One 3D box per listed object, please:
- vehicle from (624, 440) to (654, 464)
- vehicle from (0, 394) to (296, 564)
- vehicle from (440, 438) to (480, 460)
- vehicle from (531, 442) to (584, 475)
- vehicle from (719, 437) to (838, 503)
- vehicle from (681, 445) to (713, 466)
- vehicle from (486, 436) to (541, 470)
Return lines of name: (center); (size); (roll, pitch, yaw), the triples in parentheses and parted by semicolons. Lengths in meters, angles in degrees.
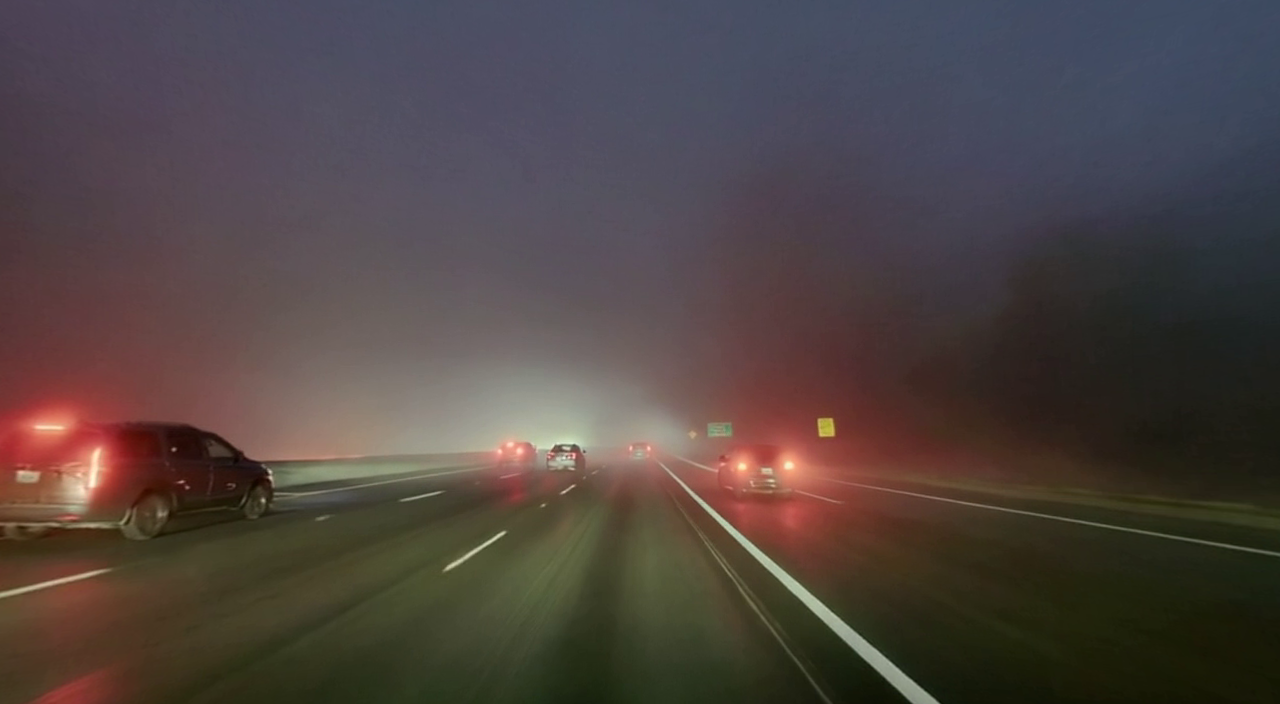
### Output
vehicle: (-0.101, 7.448, 46.824); (2.158, 1.706, 4.219); (0, -9, 0)
vehicle: (-7.403, 1.733, 9.209); (2.142, 1.849, 4.566); (0, -9, -1)
vehicle: (-13.597, 7.345, 47.734); (1.763, 1.538, 3.860); (0, -9, 2)
vehicle: (-3.967, 5.219, 30.953); (2.071, 1.478, 4.130); (0, -9, 0)
vehicle: (3.483, 3.083, 16.841); (2.141, 1.507, 4.510); (0, -9, 0)
vehicle: (4.200, 7.665, 46.866); (1.944, 1.465, 4.245); (0, -9, -1)
vehicle: (-7.112, 5.729, 35.889); (2.111, 1.811, 4.391); (0, -9, 1)
